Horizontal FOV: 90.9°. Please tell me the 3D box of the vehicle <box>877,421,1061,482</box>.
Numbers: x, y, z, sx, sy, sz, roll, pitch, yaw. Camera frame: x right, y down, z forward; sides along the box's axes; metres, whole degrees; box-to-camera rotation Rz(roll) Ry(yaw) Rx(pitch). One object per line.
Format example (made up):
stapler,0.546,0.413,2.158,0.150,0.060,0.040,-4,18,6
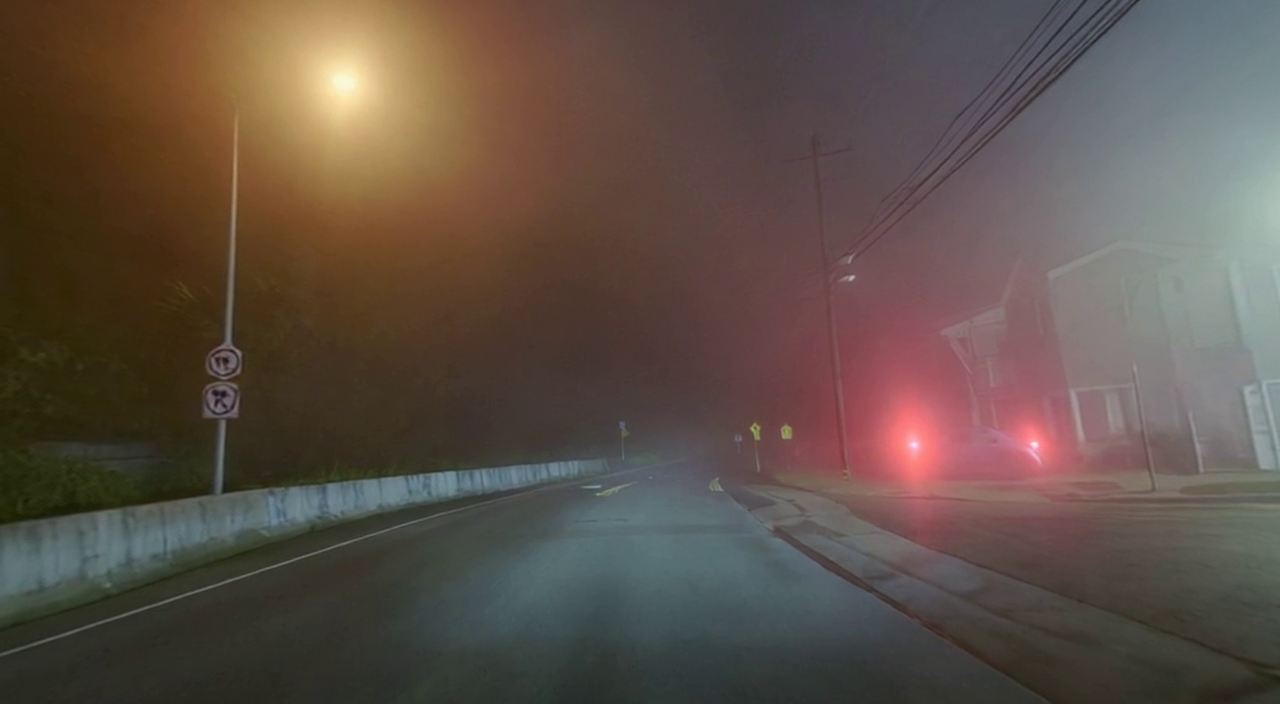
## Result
vehicle,10.098,3.097,19.685,4.614,1.764,1.860,-1,-8,5
